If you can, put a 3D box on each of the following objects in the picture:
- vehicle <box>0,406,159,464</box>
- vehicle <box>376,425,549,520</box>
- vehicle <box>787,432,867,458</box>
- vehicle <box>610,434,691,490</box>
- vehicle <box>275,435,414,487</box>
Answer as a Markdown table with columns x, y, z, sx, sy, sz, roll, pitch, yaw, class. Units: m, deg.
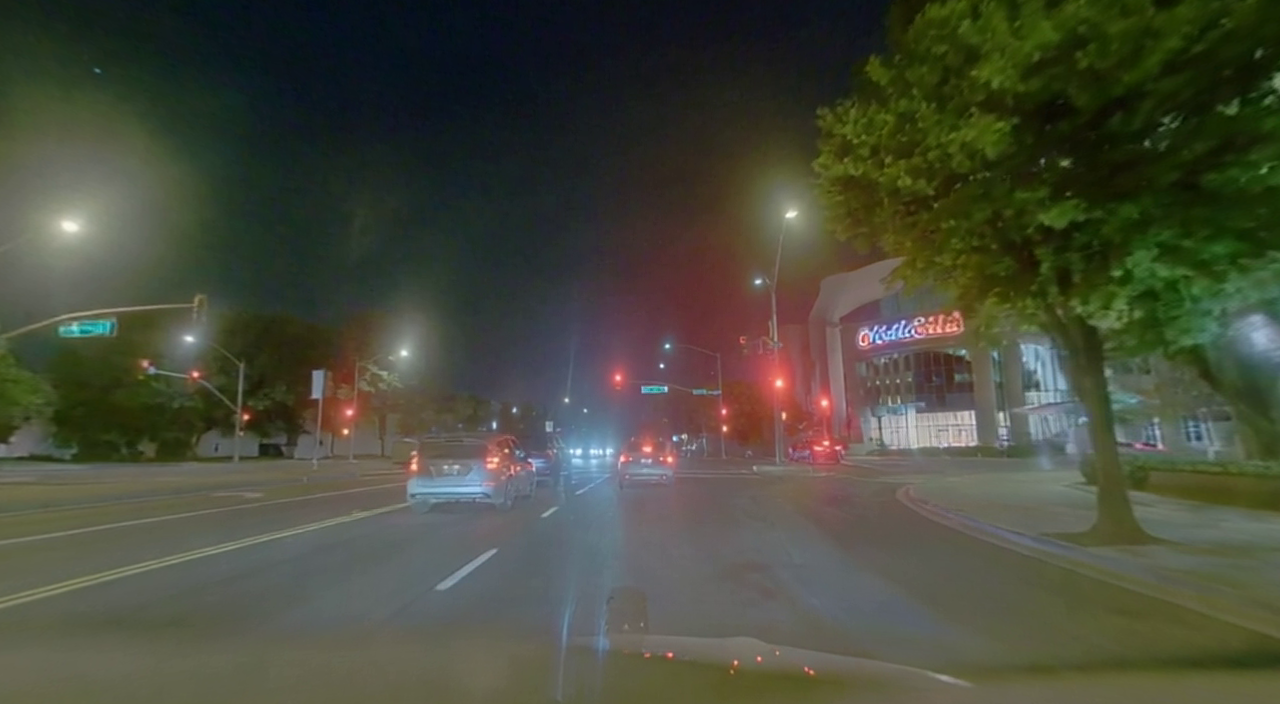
| x | y | z | sx | sy | sz | roll | pitch | yaw | class |
| --- | --- | --- | --- | --- | --- | --- | --- | --- | --- |
| -46.088 | 6.472 | 48.673 | 14.685 | 4.167 | 2.923 | -1 | -8 | -5 | vehicle |
| -3.222 | 2.288 | 12.494 | 2.029 | 1.517 | 4.375 | 0 | -9 | 2 | vehicle |
| 13.250 | 6.638 | 44.836 | 5.032 | 1.762 | 1.982 | 0 | -9 | 0 | vehicle |
| 0.380 | 3.345 | 19.573 | 2.258 | 1.507 | 3.896 | -1 | -8 | 3 | vehicle |
| -9.413 | 3.509 | 20.621 | 2.096 | 1.474 | 4.585 | 0 | -9 | 4 | vehicle |
